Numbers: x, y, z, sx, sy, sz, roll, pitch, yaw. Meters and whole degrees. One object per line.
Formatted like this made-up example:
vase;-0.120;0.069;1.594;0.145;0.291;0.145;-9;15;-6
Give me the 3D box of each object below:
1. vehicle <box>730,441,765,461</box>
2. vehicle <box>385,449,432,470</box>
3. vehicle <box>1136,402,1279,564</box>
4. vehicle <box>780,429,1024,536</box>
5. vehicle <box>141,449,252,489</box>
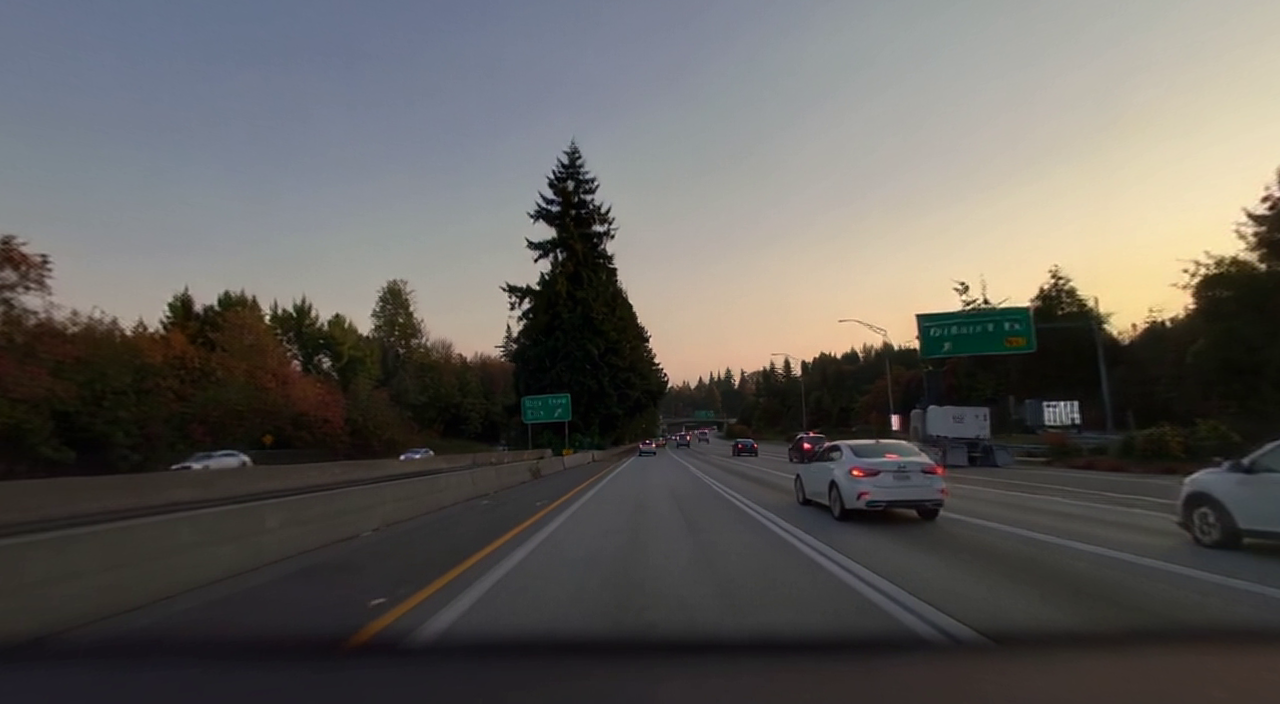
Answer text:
vehicle;8.186;7.558;48.375;1.919;1.476;4.303;0;-8;-1
vehicle;-17.555;8.173;48.098;1.882;1.477;4.563;0;-8;0
vehicle;7.725;1.319;6.210;1.966;1.686;4.532;0;-8;0
vehicle;4.245;2.205;11.426;2.223;1.483;5.075;0;-8;0
vehicle;-21.565;5.671;30.945;2.117;1.716;4.533;0;-8;0
